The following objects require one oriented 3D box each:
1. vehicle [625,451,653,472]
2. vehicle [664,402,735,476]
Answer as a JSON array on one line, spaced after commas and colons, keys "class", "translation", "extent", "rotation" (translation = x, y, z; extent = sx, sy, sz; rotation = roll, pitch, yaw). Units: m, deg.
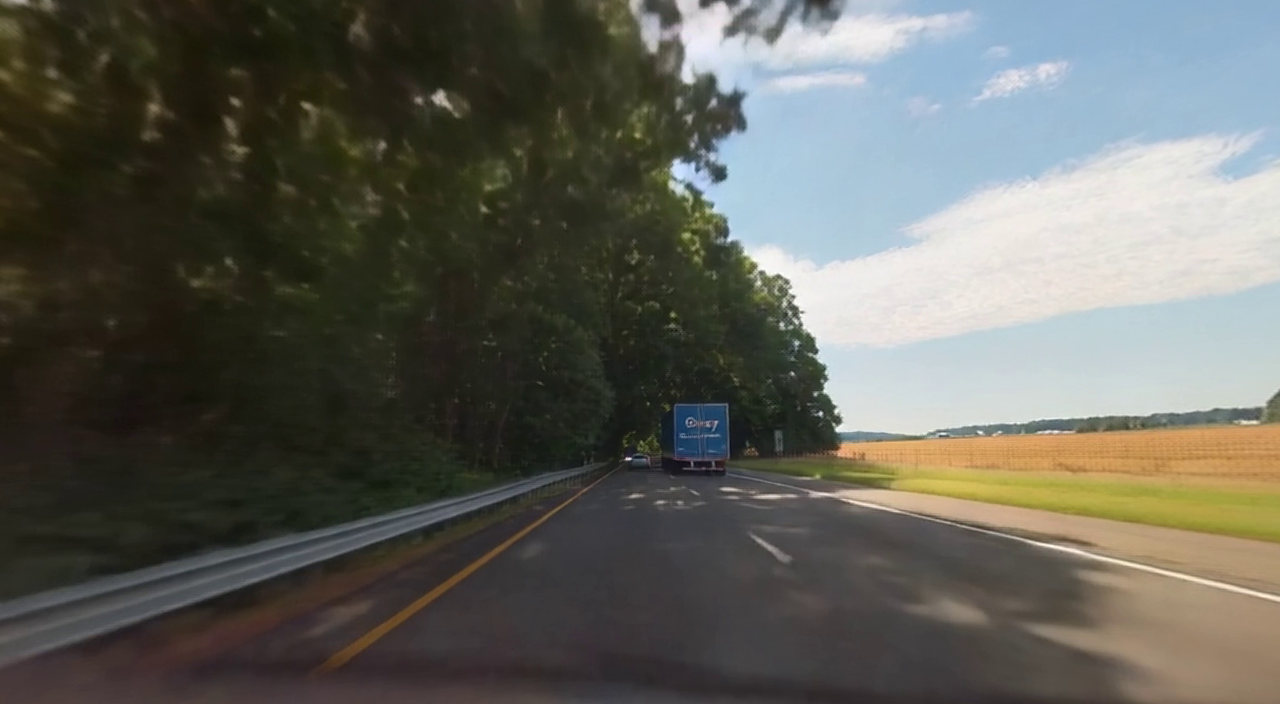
[{"class": "vehicle", "translation": [-0.036, 8.503, 48.814], "extent": [2.057, 1.528, 3.958], "rotation": [-1, -9, 1]}, {"class": "vehicle", "translation": [3.515, 5.713, 40.716], "extent": [3.440, 4.090, 11.380], "rotation": [-1, -9, 0]}]
